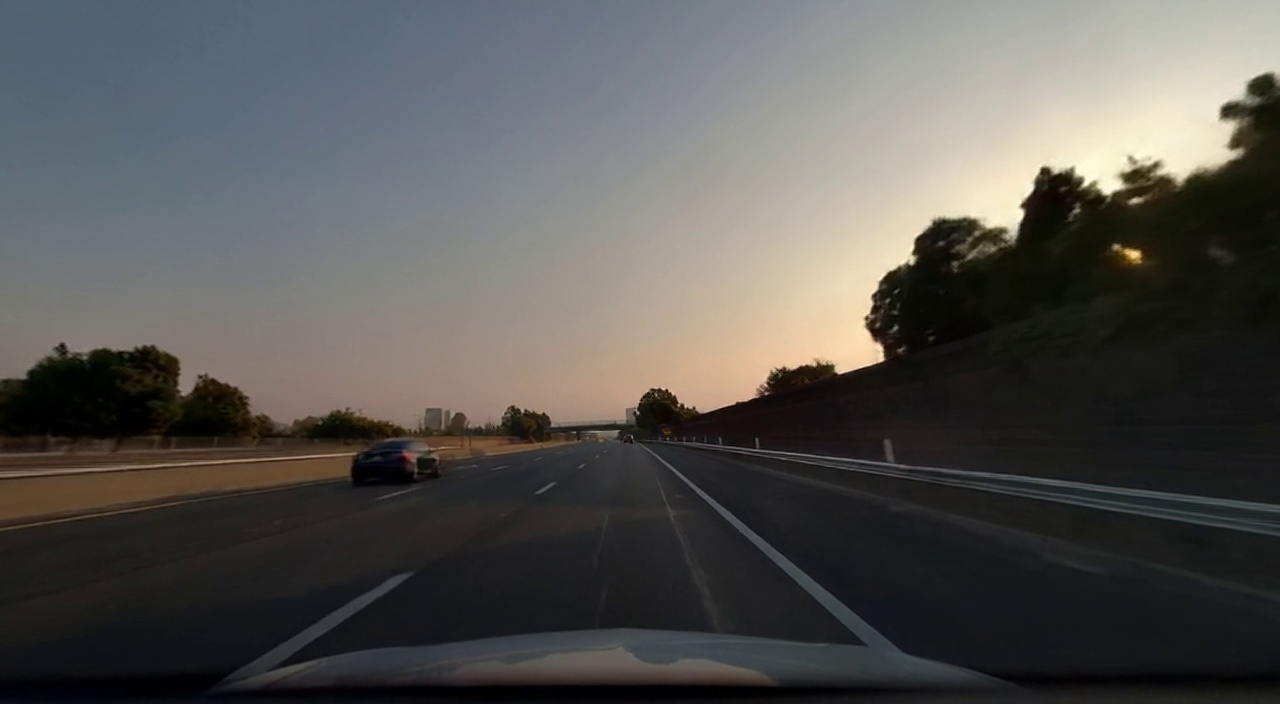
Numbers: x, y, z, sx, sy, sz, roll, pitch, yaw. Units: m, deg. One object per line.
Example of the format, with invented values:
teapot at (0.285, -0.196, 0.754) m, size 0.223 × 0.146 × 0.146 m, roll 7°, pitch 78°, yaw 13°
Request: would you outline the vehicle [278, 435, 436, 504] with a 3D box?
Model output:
vehicle at (-6.831, 2.839, 15.794) m, size 1.989 × 1.473 × 4.345 m, roll 0°, pitch -8°, yaw 0°
